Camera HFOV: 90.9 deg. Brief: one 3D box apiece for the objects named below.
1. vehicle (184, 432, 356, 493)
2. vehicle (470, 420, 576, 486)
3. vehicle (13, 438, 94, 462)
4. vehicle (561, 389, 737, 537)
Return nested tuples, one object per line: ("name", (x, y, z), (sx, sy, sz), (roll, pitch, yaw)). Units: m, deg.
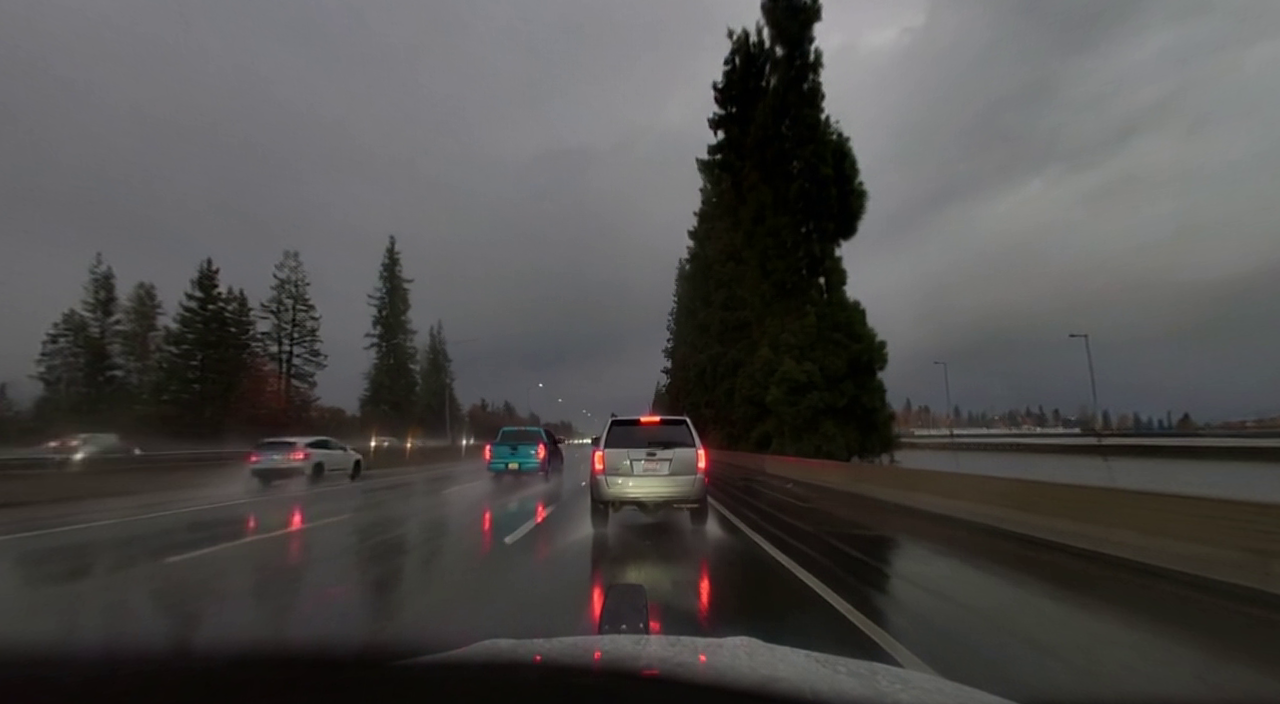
("vehicle", (-10.393, 3.136, 18.279), (2.002, 1.484, 4.798), (0, -8, 1))
("vehicle", (-3.792, 3.446, 21.738), (2.486, 1.962, 5.525), (-1, -8, 1))
("vehicle", (-34.739, 5.802, 37.437), (1.487, 1.362, 3.342), (-1, -8, 1))
("vehicle", (0.120, 1.867, 11.071), (2.395, 2.013, 4.734), (0, -8, 0))
